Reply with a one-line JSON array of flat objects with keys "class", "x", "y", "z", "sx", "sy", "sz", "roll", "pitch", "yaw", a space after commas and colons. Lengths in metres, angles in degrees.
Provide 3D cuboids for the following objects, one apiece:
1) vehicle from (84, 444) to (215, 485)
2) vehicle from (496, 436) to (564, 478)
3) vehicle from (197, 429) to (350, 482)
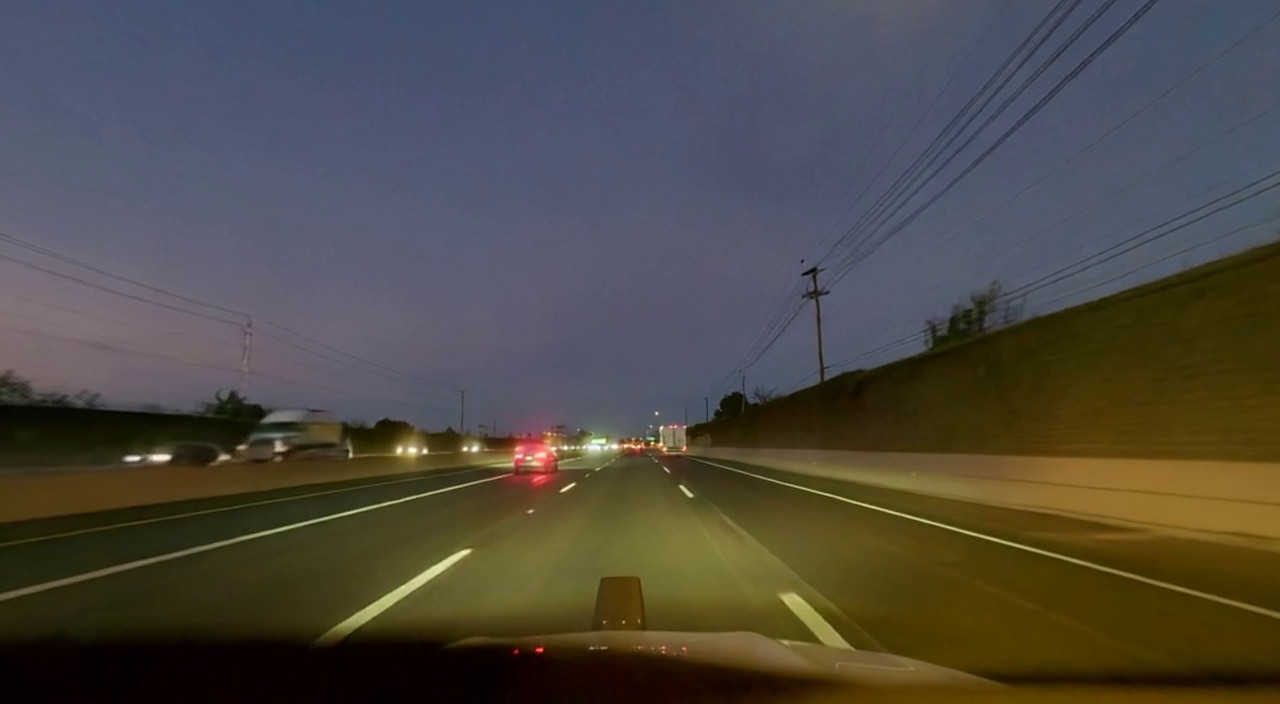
[{"class": "vehicle", "x": -19.399, "y": 4.428, "z": 25.226, "sx": 1.784, "sy": 1.465, "sz": 4.274, "roll": 0, "pitch": -8, "yaw": 0}, {"class": "vehicle", "x": -4.635, "y": 4.498, "z": 27.249, "sx": 2.064, "sy": 1.642, "sz": 4.389, "roll": 0, "pitch": -8, "yaw": 1}, {"class": "vehicle", "x": -14.690, "y": 4.198, "z": 25.928, "sx": 2.705, "sy": 1.851, "sz": 6.038, "roll": 0, "pitch": -8, "yaw": 0}]
